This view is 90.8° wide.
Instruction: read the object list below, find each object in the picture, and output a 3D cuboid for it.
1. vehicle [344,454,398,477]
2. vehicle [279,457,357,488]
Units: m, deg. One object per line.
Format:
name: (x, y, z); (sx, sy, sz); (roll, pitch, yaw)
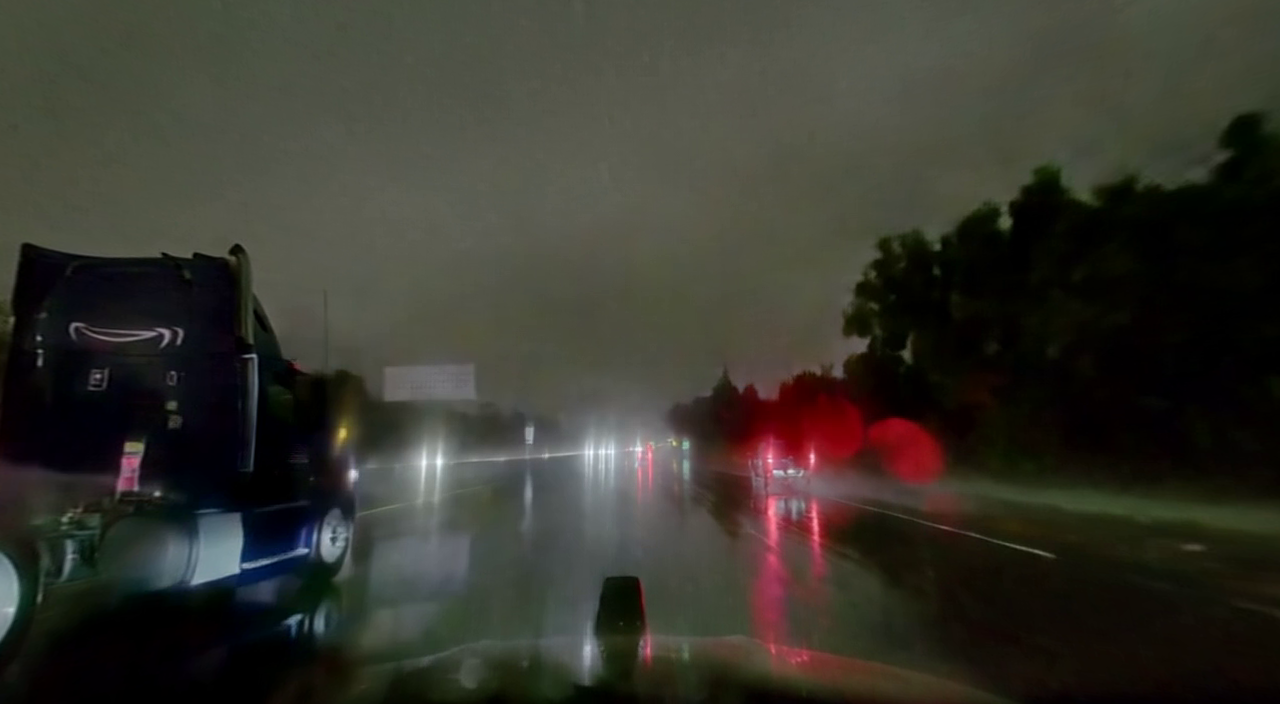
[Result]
vehicle: (-18.550, 7.808, 43.735); (1.839, 1.467, 4.317); (0, -9, 0)
vehicle: (-15.757, 5.899, 31.107); (1.845, 1.354, 3.604); (-1, -9, 2)
